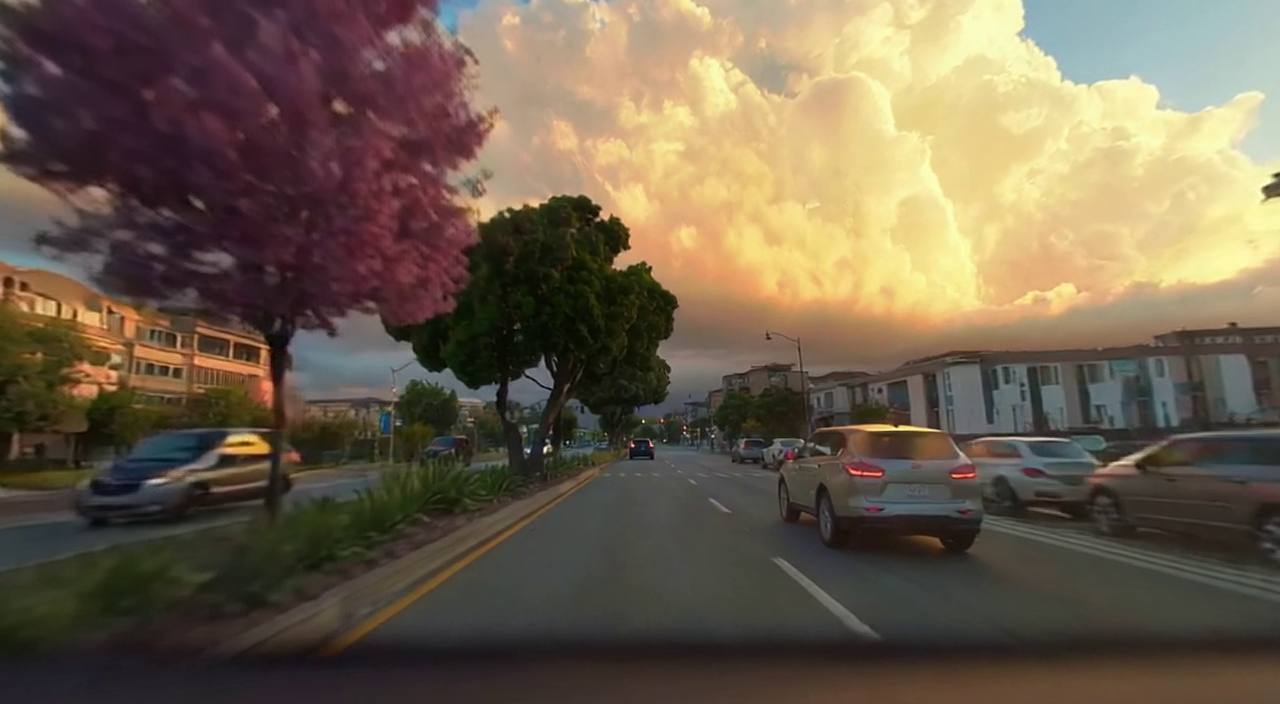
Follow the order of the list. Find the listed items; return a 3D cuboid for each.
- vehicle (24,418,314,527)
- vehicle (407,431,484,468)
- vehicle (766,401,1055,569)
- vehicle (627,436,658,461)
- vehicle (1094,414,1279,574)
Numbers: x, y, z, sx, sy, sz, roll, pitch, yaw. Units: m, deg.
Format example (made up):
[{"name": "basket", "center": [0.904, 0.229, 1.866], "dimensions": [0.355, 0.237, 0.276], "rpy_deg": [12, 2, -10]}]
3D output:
[{"name": "vehicle", "center": [-8.386, 2.161, 11.940], "dimensions": [2.042, 1.654, 4.504], "rpy_deg": [0, -8, -1]}, {"name": "vehicle", "center": [-10.609, 5.365, 34.988], "dimensions": [2.502, 1.881, 5.953], "rpy_deg": [0, -8, -2]}, {"name": "vehicle", "center": [3.286, 1.710, 8.921], "dimensions": [2.071, 1.747, 4.549], "rpy_deg": [0, -8, 0]}, {"name": "vehicle", "center": [0.218, 7.395, 48.571], "dimensions": [2.244, 1.813, 4.129], "rpy_deg": [0, -8, 1]}, {"name": "vehicle", "center": [7.628, 1.542, 6.976], "dimensions": [1.869, 1.658, 4.405], "rpy_deg": [0, -8, 0]}]
